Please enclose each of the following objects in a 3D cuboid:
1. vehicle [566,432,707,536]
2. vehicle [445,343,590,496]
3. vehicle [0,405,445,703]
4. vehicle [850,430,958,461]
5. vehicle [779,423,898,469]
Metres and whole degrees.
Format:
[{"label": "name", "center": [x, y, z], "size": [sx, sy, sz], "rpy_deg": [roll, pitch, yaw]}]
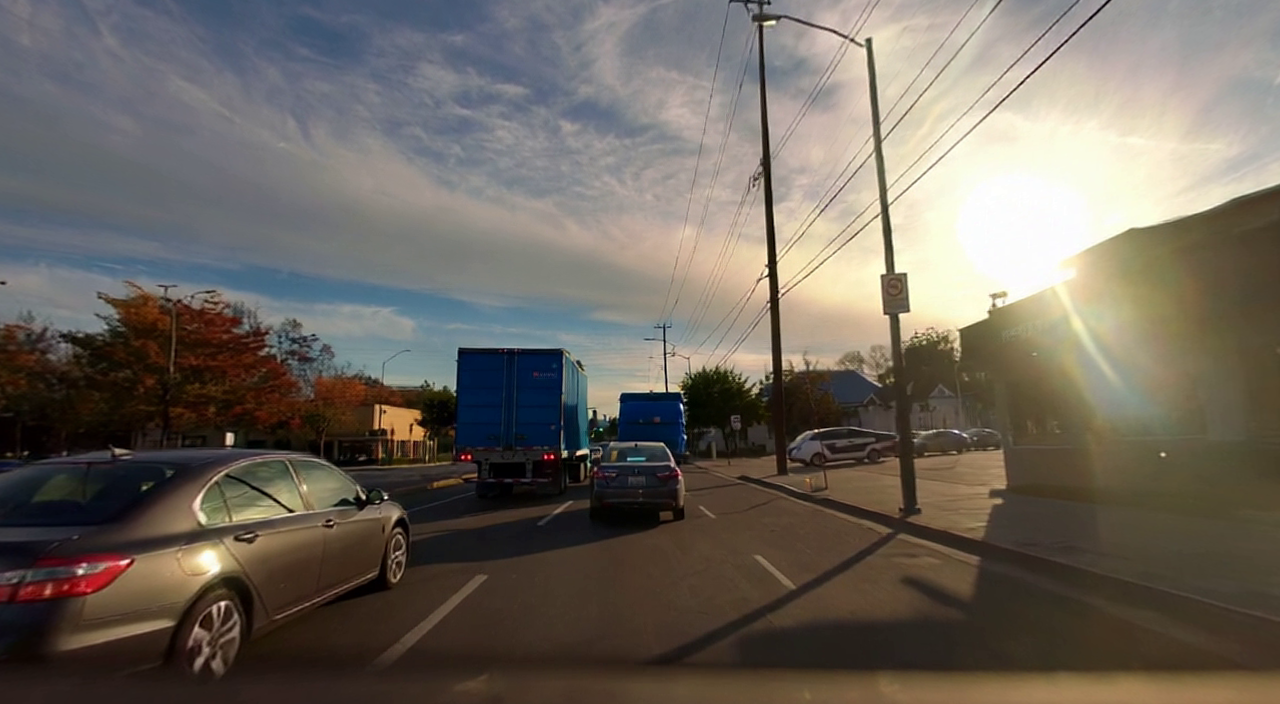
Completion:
[{"label": "vehicle", "center": [-0.088, 2.246, 11.331], "size": [2.067, 1.506, 4.118], "rpy_deg": [0, -8, -1]}, {"label": "vehicle", "center": [-3.291, 2.169, 19.159], "size": [3.020, 3.800, 7.105], "rpy_deg": [0, -8, -1]}, {"label": "vehicle", "center": [-3.052, 1.236, 4.375], "size": [1.969, 1.471, 4.378], "rpy_deg": [0, -8, 0]}, {"label": "vehicle", "center": [13.255, 4.725, 31.750], "size": [4.574, 1.478, 1.880], "rpy_deg": [0, -8, 3]}, {"label": "vehicle", "center": [8.812, 4.232, 28.341], "size": [2.061, 1.845, 4.829], "rpy_deg": [6, -10, -34]}]
